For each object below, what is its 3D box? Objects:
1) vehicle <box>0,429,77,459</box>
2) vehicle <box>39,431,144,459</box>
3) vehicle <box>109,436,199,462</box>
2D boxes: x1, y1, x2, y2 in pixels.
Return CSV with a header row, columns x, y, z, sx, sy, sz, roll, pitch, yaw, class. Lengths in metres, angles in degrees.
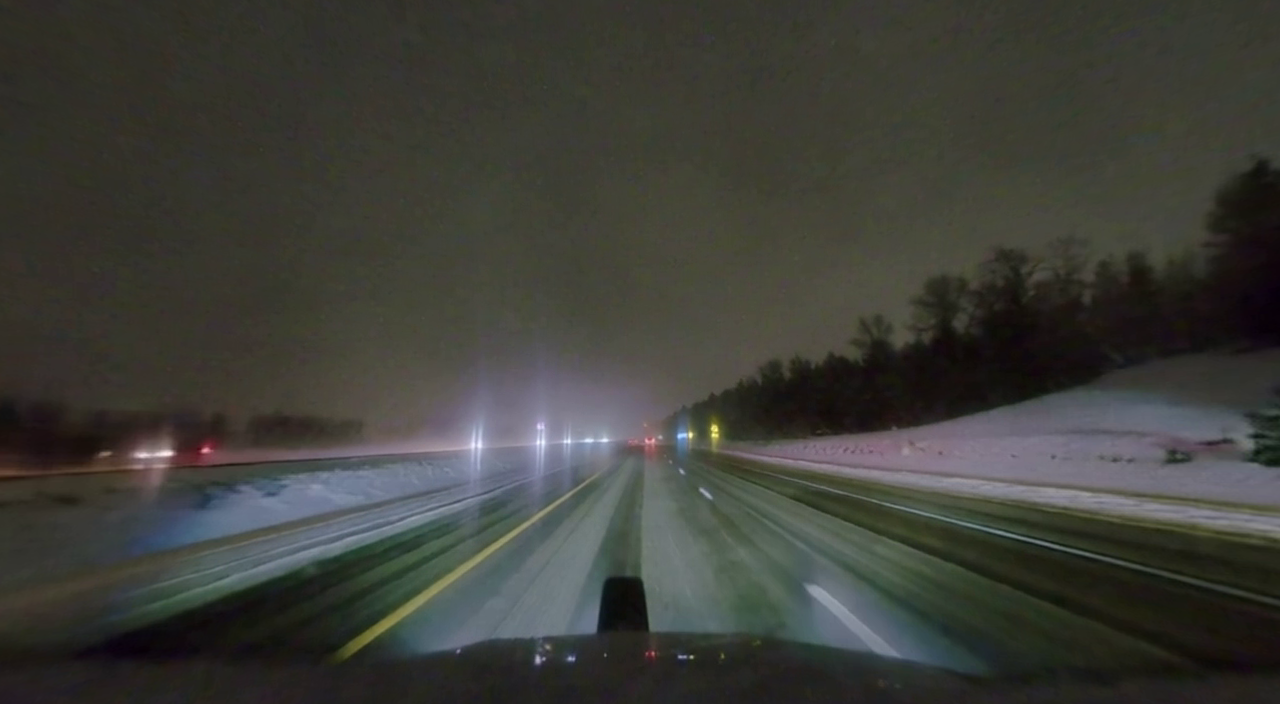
x,y,z,sx,sy,sz,roll,pitch,yaw,class
-32.643,4.812,32.856,1.906,1.501,5.170,0,-8,-1,vehicle
-32.577,5.539,37.684,1.970,1.540,5.053,0,-8,-4,vehicle
-32.498,6.488,42.428,1.956,1.618,5.165,0,-8,0,vehicle
